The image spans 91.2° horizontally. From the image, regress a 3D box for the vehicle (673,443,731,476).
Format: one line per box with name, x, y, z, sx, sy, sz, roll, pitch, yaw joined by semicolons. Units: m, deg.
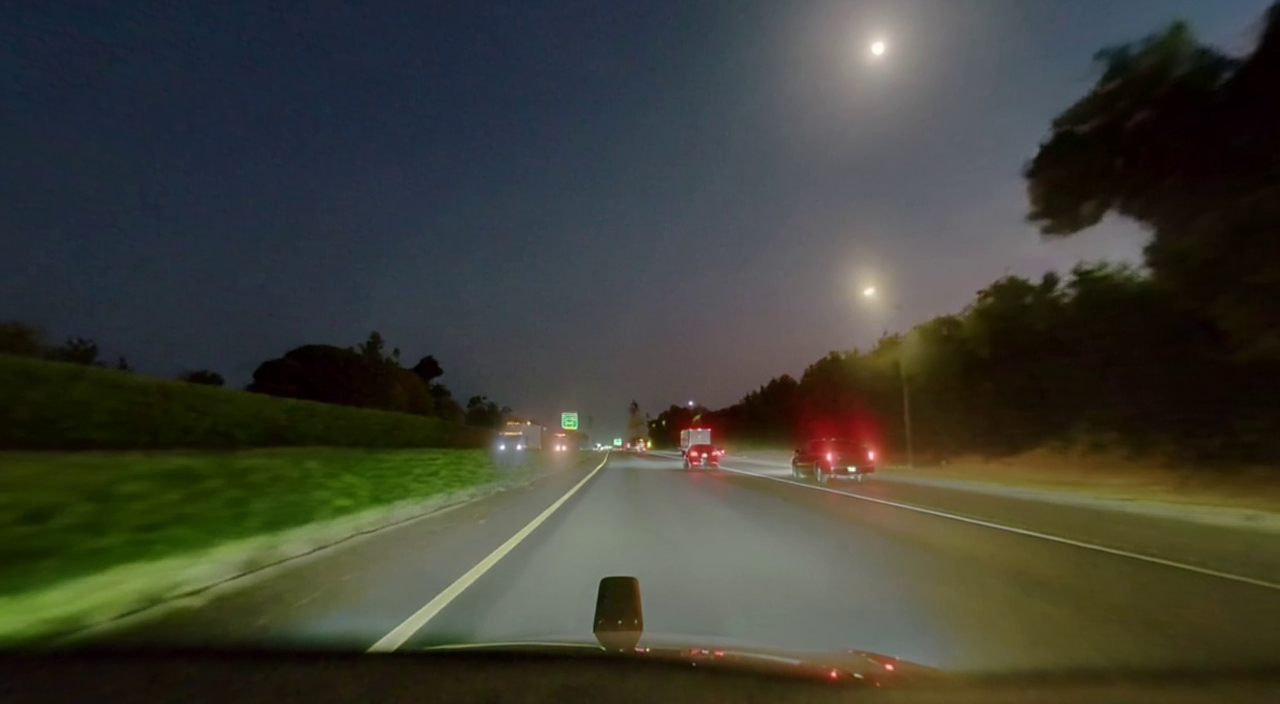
vehicle;3.039;5.358;31.529;2.244;1.498;4.338;0;-9;-3
